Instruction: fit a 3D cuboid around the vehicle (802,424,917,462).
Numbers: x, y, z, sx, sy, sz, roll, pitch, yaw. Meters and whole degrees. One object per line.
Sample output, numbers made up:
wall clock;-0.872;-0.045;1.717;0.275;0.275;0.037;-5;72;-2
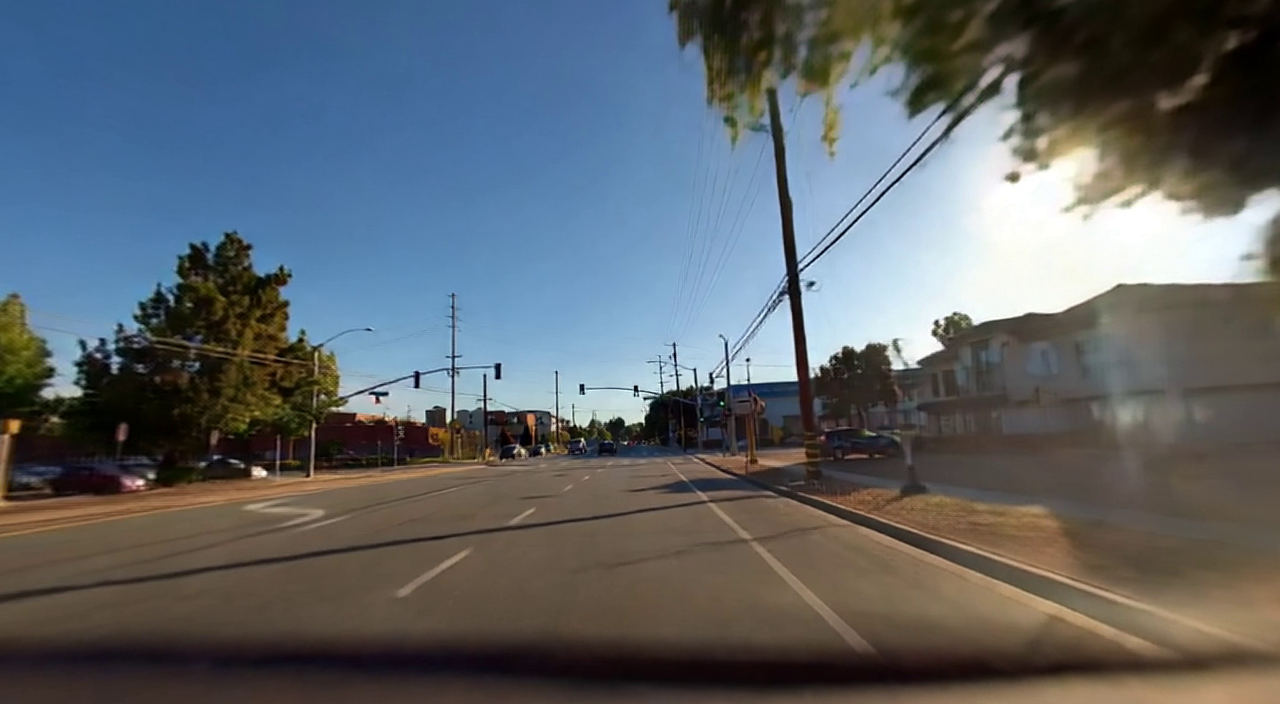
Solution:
vehicle;10.528;4.381;30.497;4.765;1.738;2.101;0;-8;-3

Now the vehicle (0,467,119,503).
vehicle;-26.440;5.937;28.320;4.362;1.435;1.978;-1;-8;2

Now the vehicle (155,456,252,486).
vehicle;-26.903;7.321;38.961;4.451;1.724;1.988;0;-8;0
